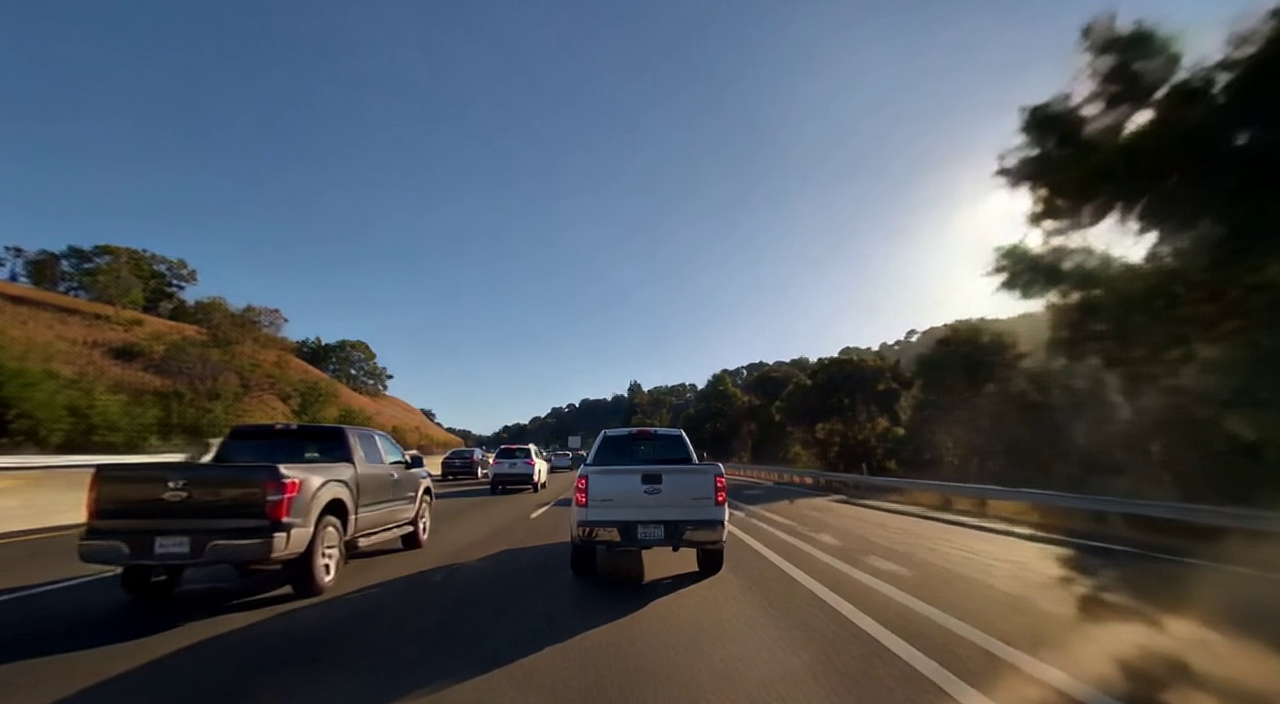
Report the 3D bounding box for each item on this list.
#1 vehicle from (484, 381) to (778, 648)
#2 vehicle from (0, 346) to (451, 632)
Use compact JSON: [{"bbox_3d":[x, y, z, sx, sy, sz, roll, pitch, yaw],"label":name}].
[{"bbox_3d":[-0.089,1.361,6.080,1.995,1.798,3.380,0,-9,-1],"label":"vehicle"},{"bbox_3d":[-3.948,1.386,7.230,2.055,2.144,4.782,0,-9,0],"label":"vehicle"}]
